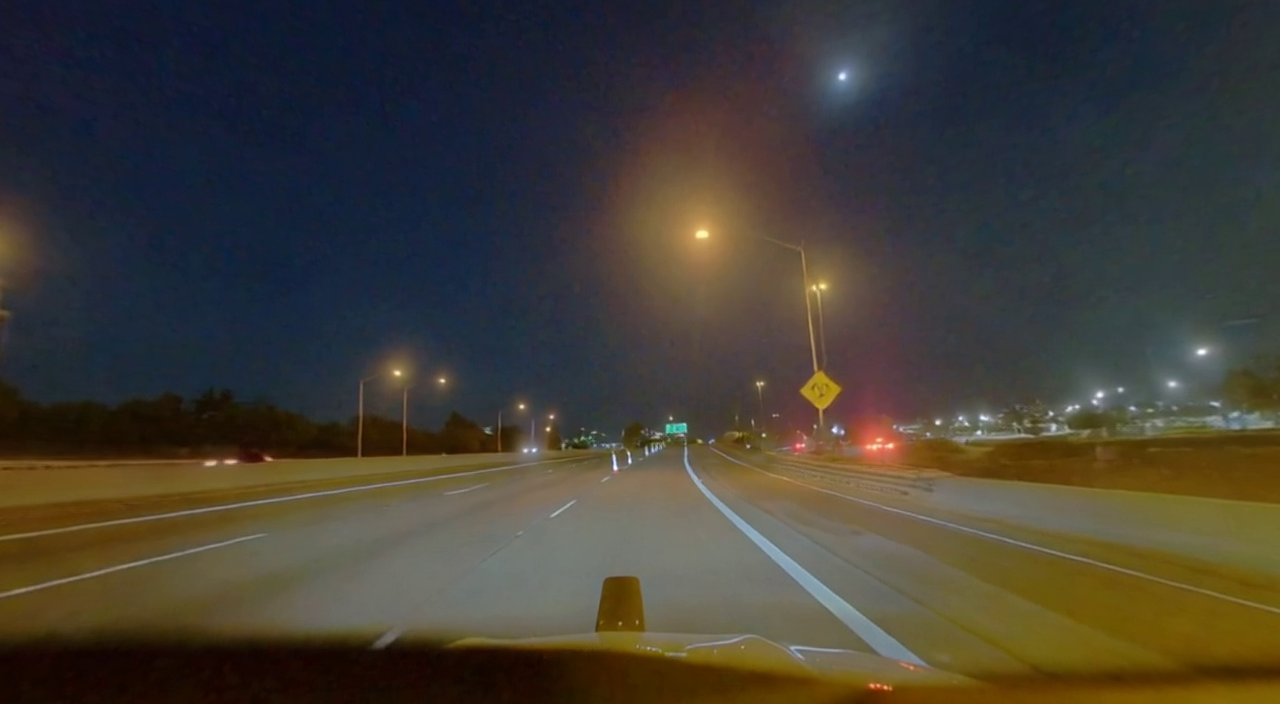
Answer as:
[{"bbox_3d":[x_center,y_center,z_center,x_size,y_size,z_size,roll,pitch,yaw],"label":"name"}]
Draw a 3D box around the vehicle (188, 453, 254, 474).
[{"bbox_3d":[-29.632,7.883,44.720,1.761,1.443,4.092,0,-9,2],"label":"vehicle"}]
